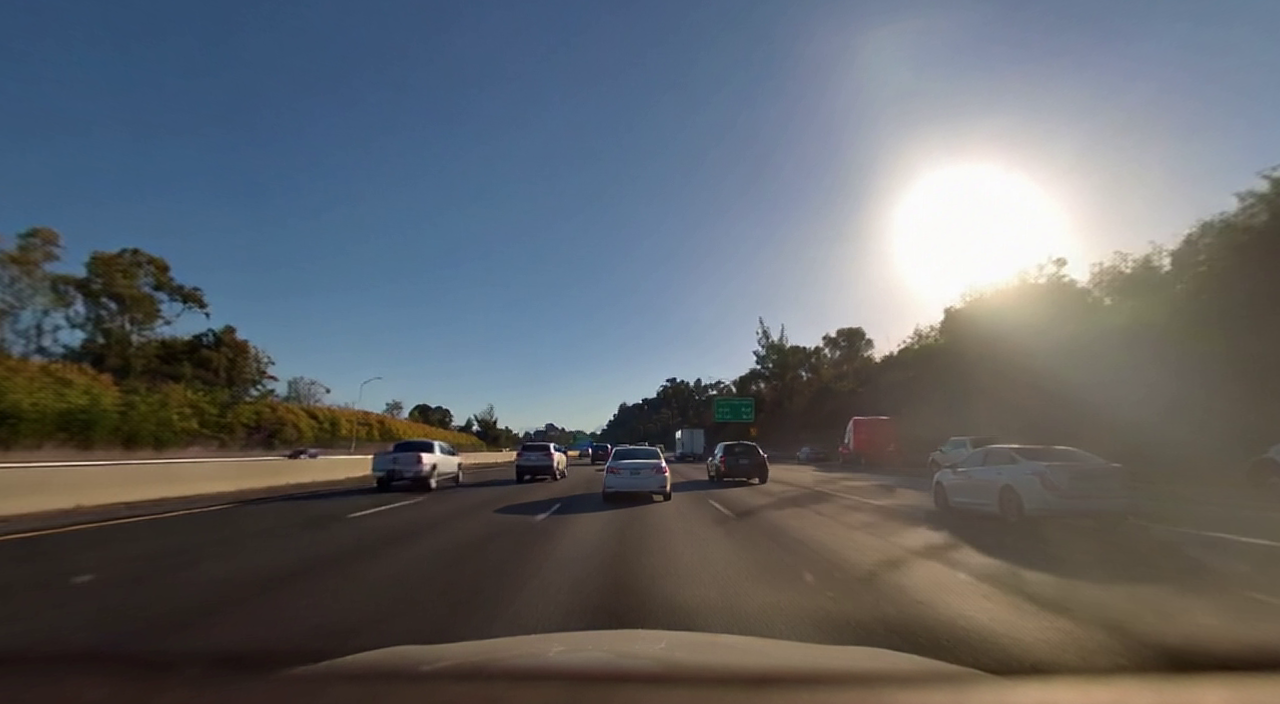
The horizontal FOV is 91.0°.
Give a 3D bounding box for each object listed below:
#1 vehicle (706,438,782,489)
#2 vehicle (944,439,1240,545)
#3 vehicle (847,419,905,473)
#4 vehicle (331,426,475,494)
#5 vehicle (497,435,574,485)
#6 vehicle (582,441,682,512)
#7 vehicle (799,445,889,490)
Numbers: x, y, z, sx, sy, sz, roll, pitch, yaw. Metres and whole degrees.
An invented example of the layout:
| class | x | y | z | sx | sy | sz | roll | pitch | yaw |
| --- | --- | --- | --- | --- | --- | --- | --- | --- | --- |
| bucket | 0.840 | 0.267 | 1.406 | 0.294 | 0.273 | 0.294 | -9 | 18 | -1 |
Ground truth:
| class | x | y | z | sx | sy | sz | roll | pitch | yaw |
| --- | --- | --- | --- | --- | --- | --- | --- | --- | --- |
| vehicle | 3.637 | 3.993 | 22.836 | 2.053 | 1.666 | 4.106 | 0 | -9 | 0 |
| vehicle | 7.628 | 2.371 | 11.380 | 2.021 | 1.505 | 4.480 | 0 | -9 | 0 |
| vehicle | 17.375 | 6.942 | 46.556 | 2.777 | 3.740 | 3.338 | 1 | -9 | -1 |
| vehicle | -7.843 | 3.675 | 21.768 | 2.487 | 1.986 | 6.157 | 0 | -9 | 1 |
| vehicle | -3.883 | 4.130 | 24.295 | 2.079 | 1.741 | 4.436 | 0 | -9 | 2 |
| vehicle | -0.143 | 2.973 | 15.501 | 2.132 | 1.499 | 4.038 | 0 | -9 | 1 |
| vehicle | 7.411 | 4.225 | 23.359 | 1.942 | 1.482 | 4.250 | 0 | -9 | 0 |
